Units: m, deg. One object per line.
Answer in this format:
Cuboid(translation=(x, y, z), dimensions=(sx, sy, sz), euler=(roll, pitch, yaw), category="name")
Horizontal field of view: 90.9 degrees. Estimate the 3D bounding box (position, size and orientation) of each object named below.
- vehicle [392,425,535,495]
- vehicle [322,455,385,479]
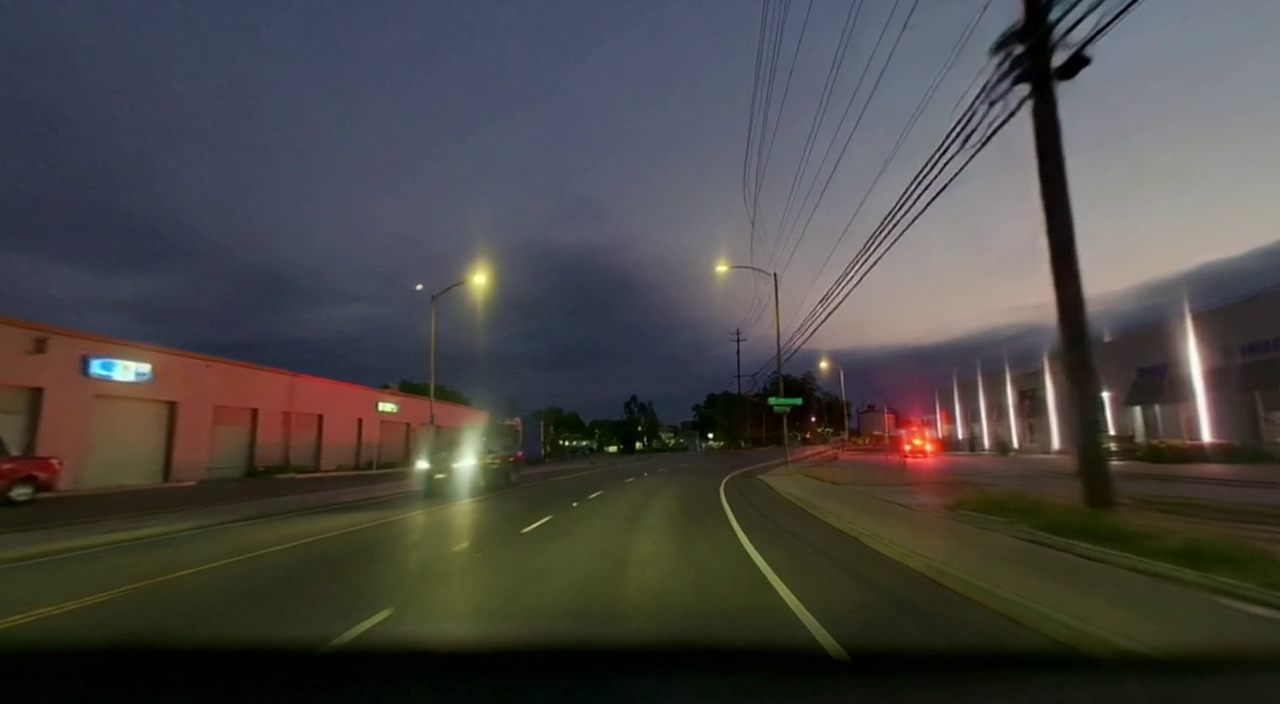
Cuboid(translation=(-5.493, 3.480, 20.685), dimensions=(2.490, 1.961, 5.553), euler=(-1, -9, 7), category="vehicle")
Cuboid(translation=(-19.652, 7.827, 43.174), dimensions=(4.606, 1.463, 1.940), euler=(-7, -11, 38), category="vehicle")
